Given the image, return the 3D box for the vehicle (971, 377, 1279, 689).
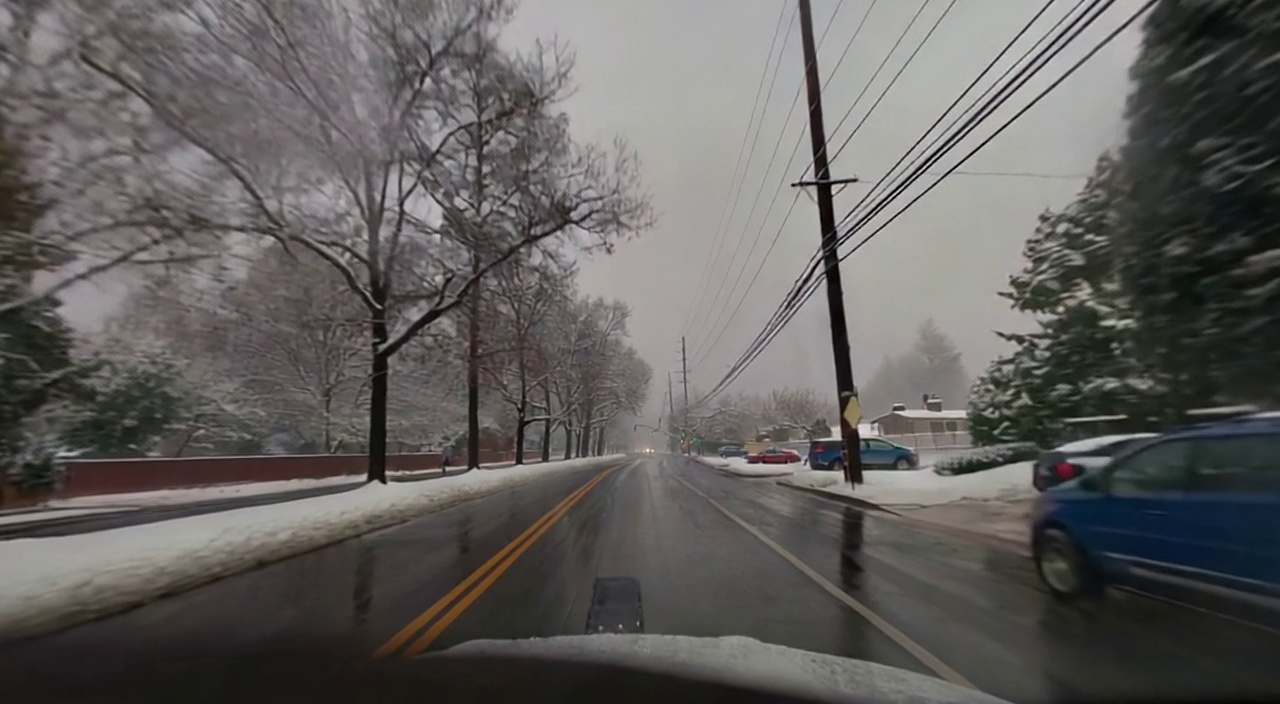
[{"bbox_3d":[4.584,1.091,4.134,2.092,1.713,4.830,0,-8,-1],"label":"vehicle"}]
